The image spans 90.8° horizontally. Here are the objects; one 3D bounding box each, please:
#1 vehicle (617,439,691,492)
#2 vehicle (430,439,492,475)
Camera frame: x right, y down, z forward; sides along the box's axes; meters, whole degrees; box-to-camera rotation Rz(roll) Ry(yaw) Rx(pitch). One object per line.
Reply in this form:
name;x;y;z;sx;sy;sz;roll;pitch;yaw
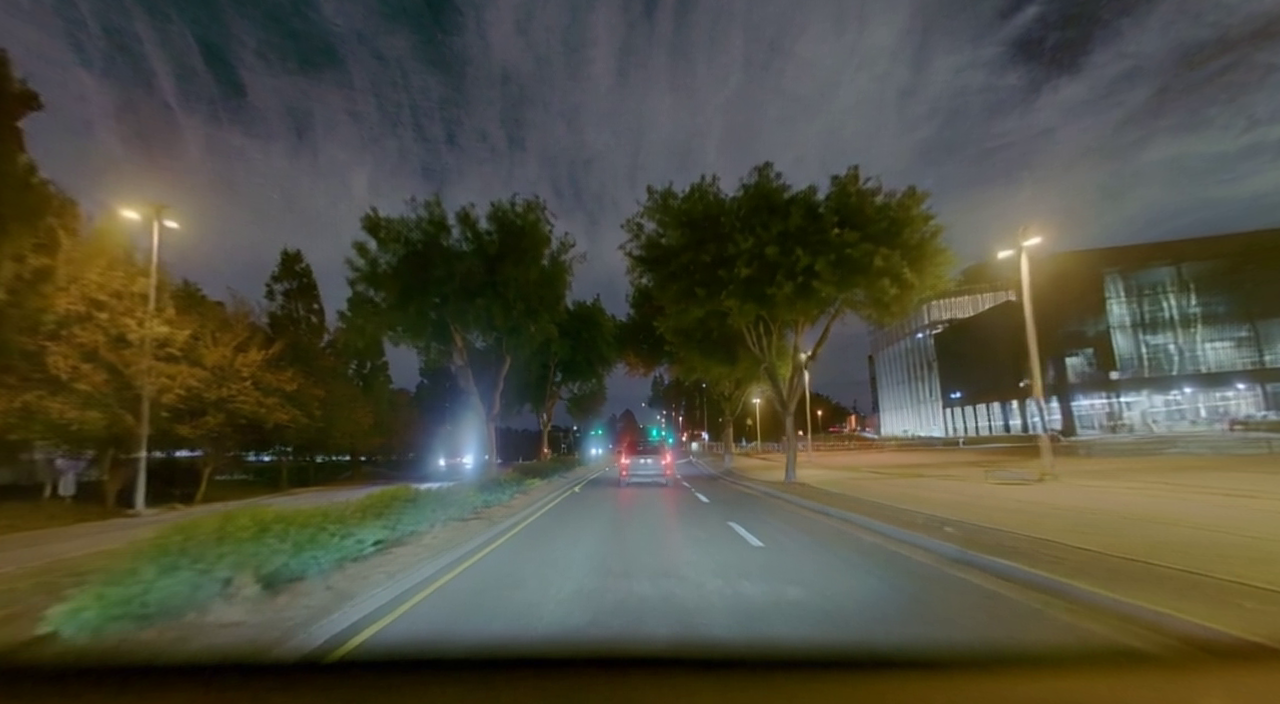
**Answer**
vehicle;0.447;3.586;20.427;2.114;1.493;4.430;-1;-8;1
vehicle;-11.198;6.582;40.053;2.349;2.106;5.464;-1;-8;0
